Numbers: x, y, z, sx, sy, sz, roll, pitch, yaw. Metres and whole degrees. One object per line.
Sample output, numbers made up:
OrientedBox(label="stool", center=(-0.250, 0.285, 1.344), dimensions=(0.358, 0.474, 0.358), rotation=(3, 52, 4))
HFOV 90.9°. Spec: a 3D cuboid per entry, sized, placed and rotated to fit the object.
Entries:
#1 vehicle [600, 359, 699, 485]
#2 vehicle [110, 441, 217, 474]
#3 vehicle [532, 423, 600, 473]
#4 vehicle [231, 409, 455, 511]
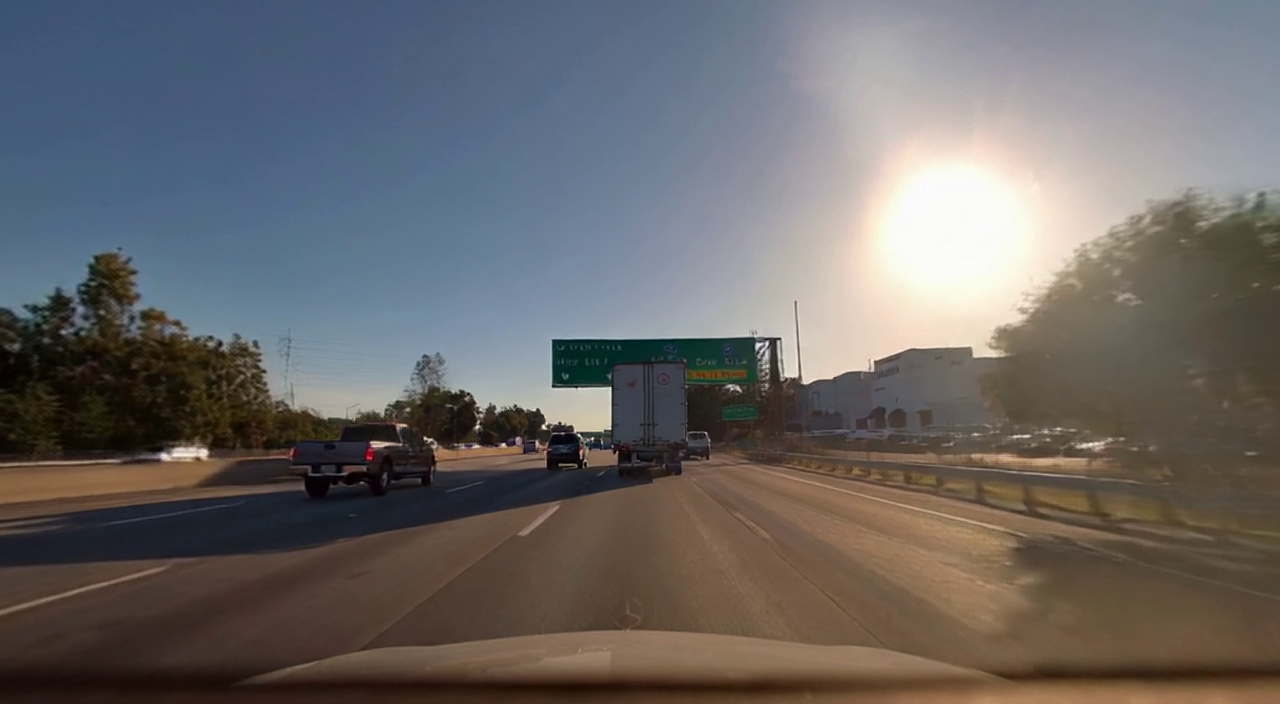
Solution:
OrientedBox(label="vehicle", center=(0.255, 2.824, 24.014), dimensions=(2.941, 3.794, 9.851), rotation=(0, -9, 0))
OrientedBox(label="vehicle", center=(-24.483, 5.423, 32.652), dimensions=(1.936, 1.605, 4.646), rotation=(0, -9, 0))
OrientedBox(label="vehicle", center=(-3.305, 4.485, 29.507), dimensions=(2.379, 2.075, 6.169), rotation=(0, -9, 0))
OrientedBox(label="vehicle", center=(-6.683, 2.558, 15.350), dimensions=(2.479, 1.978, 5.952), rotation=(0, -9, 1))
